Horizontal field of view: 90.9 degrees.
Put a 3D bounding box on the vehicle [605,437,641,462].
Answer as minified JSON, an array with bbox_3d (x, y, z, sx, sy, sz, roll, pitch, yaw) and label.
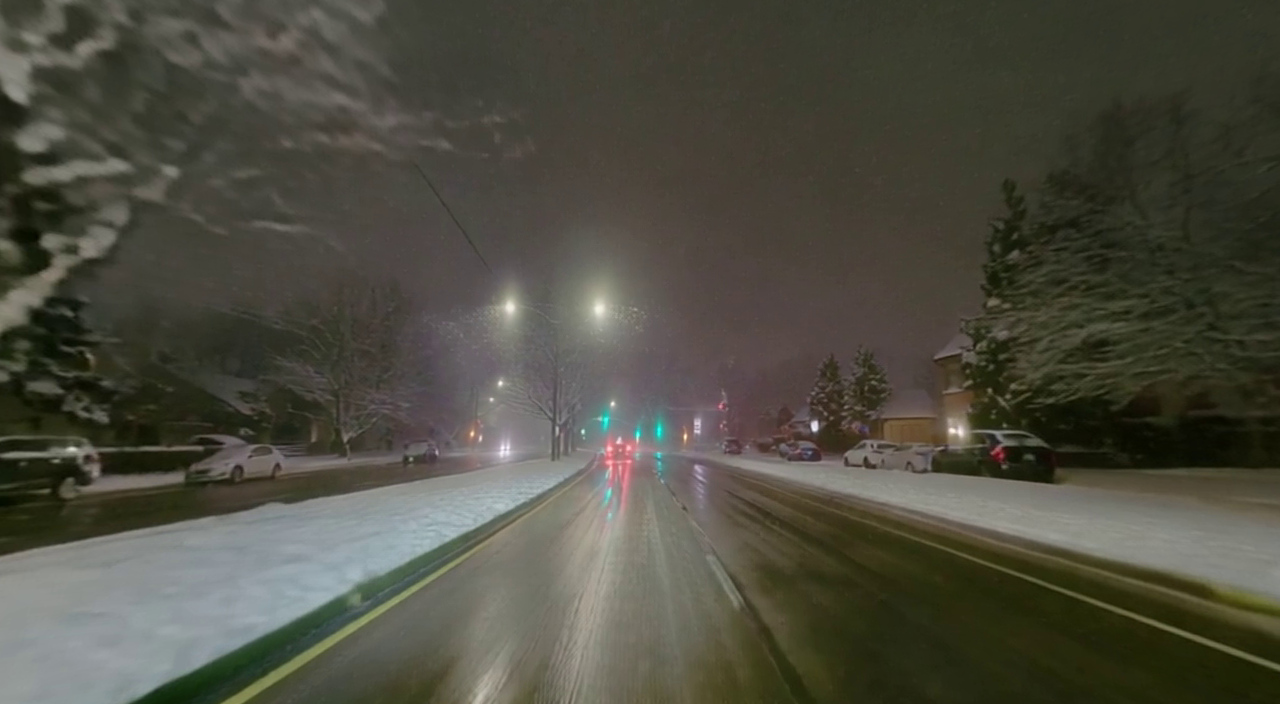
[{"bbox_3d":[-1.095,6.067,39.251,2.113,1.462,4.203,0,-8,-3],"label":"vehicle"}]

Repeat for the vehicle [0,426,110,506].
[{"bbox_3d":[-15.074,2.572,14.285,2.042,1.748,4.584,0,-8,0],"label":"vehicle"}]

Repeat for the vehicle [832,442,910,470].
[{"bbox_3d":[11.389,5.152,31.497,2.015,1.231,4.748,0,-8,-2],"label":"vehicle"}]

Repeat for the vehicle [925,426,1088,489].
[{"bbox_3d":[11.526,3.355,20.413,2.147,1.767,5.125,0,-8,0],"label":"vehicle"}]

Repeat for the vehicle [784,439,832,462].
[{"bbox_3d":[11.190,6.610,42.298,1.839,1.445,4.484,0,-8,-2],"label":"vehicle"}]

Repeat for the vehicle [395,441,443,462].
[{"bbox_3d":[-15.919,7.179,45.626,2.070,1.469,4.524,1,-8,-3],"label":"vehicle"}]

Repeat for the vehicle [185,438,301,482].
[{"bbox_3d":[-15.205,4.144,24.419,1.884,1.540,3.927,0,-8,1],"label":"vehicle"}]
